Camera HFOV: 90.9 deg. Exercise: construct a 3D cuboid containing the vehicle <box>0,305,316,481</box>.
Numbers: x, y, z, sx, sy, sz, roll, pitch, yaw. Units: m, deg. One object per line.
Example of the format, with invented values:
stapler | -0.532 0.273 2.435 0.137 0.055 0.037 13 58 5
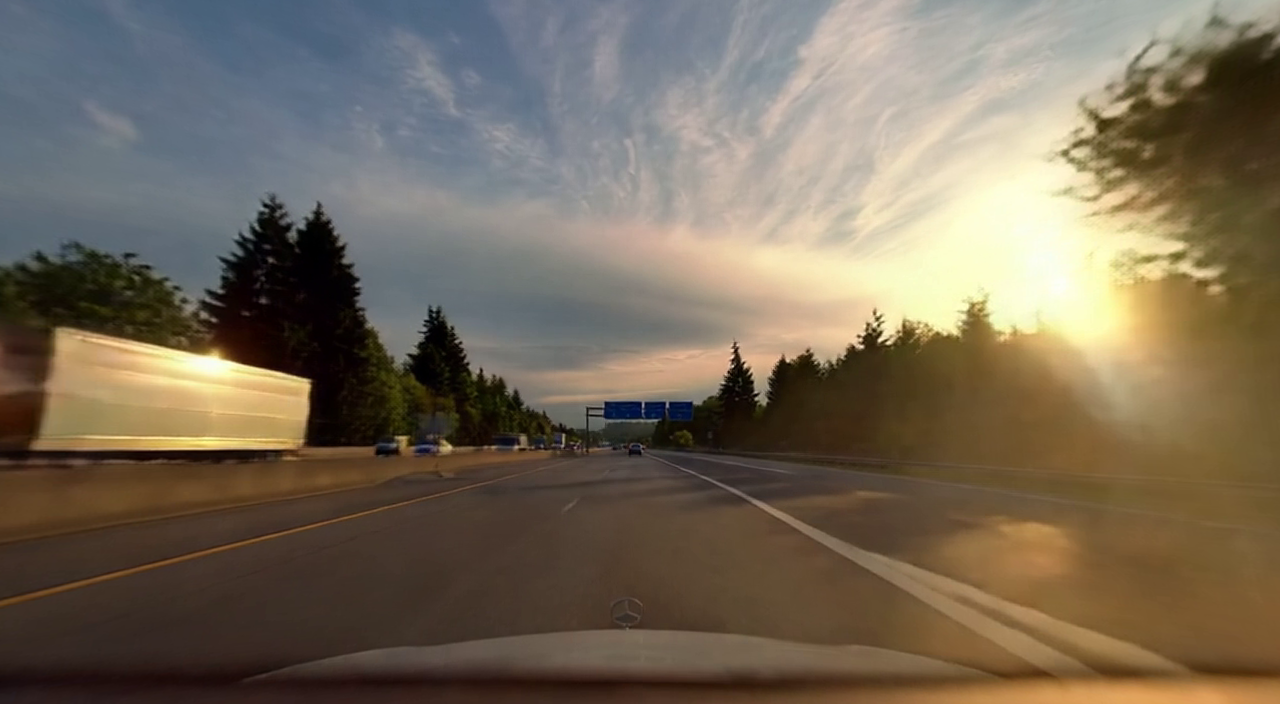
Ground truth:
vehicle | -16.307 1.991 21.017 2.743 4.034 16.022 -1 -9 -1
